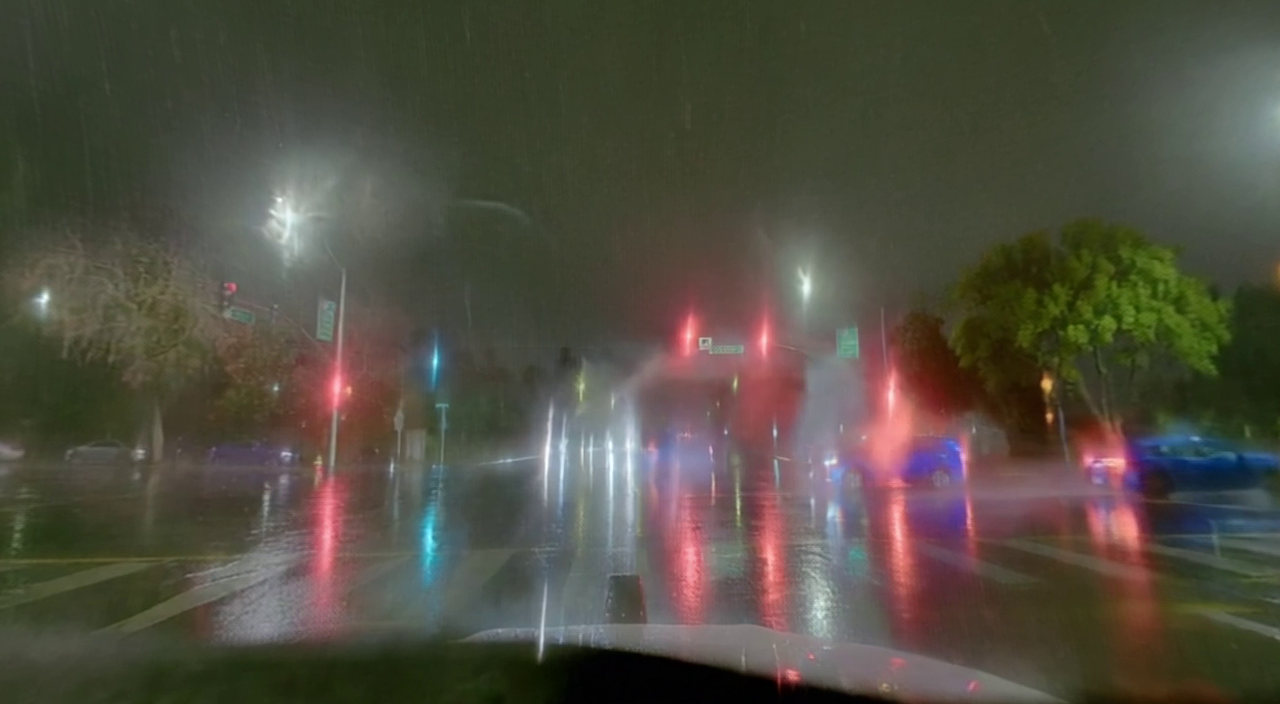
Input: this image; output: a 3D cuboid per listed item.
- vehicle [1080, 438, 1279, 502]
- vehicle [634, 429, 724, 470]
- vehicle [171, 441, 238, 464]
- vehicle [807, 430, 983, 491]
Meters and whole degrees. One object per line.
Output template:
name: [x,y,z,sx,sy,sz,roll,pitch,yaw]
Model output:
vehicle: [14.878,3.067,16.589,5.000,1.559,1.960,0,-8,-1]
vehicle: [1.910,4.593,29.641,1.994,1.753,4.346,-7,-11,40]
vehicle: [-29.110,6.700,42.046,1.696,1.431,3.686,-1,-8,3]
vehicle: [7.941,3.394,19.842,4.580,1.768,2.134,1,-8,-7]
